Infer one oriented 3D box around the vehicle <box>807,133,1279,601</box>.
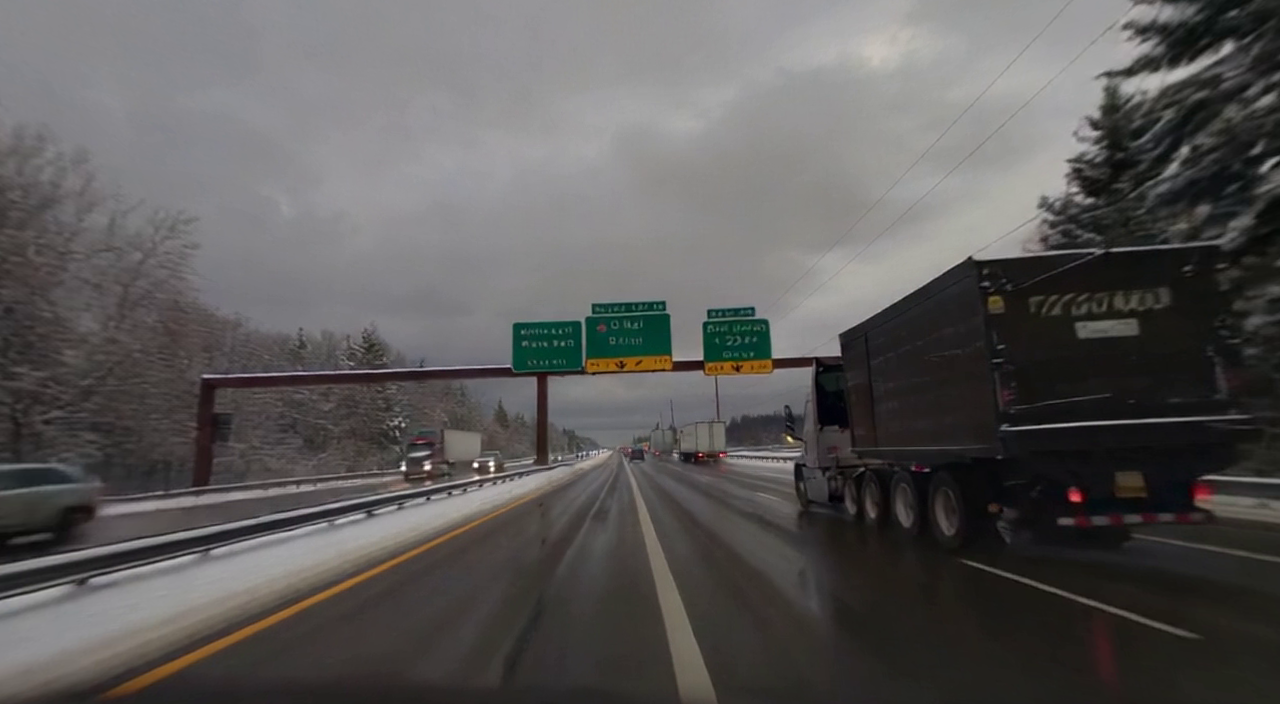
[{"bbox_3d":[5.550,0.690,9.860,2.869,4.048,8.895,0,-9,-3],"label":"vehicle"}]
